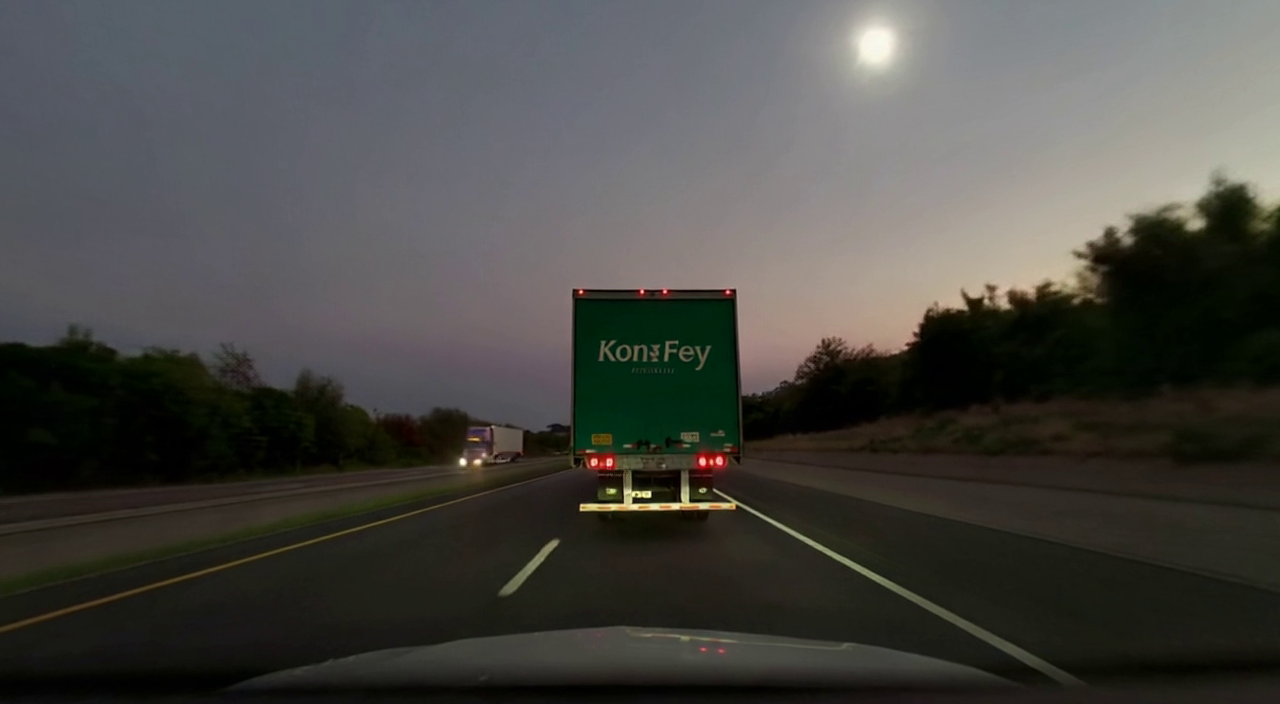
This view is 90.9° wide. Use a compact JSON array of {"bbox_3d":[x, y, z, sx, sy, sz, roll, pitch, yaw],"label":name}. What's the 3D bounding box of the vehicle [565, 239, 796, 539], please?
[{"bbox_3d":[0.521,1.582,16.267,3.230,4.377,14.405,0,-9,0],"label":"vehicle"}]
